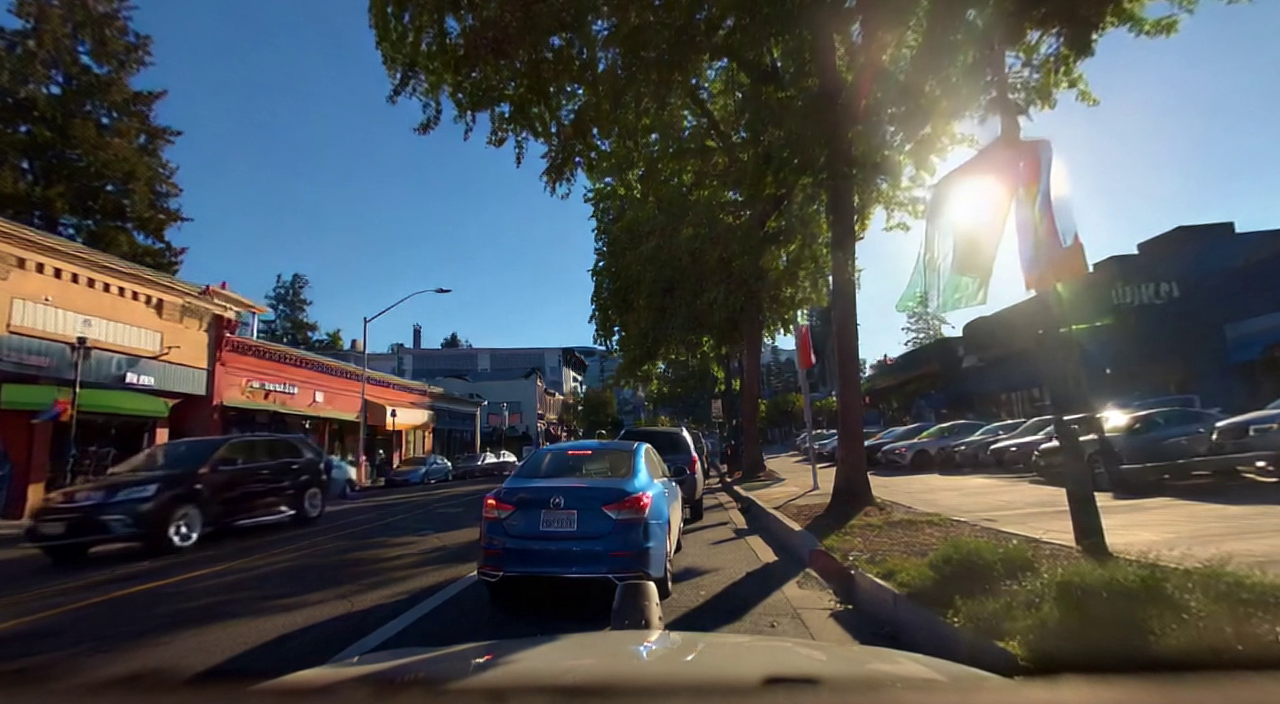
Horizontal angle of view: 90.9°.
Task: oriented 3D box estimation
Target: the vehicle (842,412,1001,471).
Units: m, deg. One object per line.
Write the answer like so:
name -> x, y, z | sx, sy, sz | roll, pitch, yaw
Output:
vehicle -> 9.014, 2.832, 20.218 | 4.558, 1.528, 1.915 | 0, -8, -23

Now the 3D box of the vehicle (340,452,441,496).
vehicle -> -10.260, 5.028, 26.279 | 1.826, 1.432, 4.556 | -7, -9, 8

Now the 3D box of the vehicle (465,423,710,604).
vehicle -> -0.260, 1.641, 7.339 | 1.939, 1.478, 3.922 | -2, -8, 9

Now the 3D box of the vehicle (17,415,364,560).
vehicle -> -7.017, 2.147, 10.728 | 2.071, 1.811, 4.711 | -4, -9, 7
